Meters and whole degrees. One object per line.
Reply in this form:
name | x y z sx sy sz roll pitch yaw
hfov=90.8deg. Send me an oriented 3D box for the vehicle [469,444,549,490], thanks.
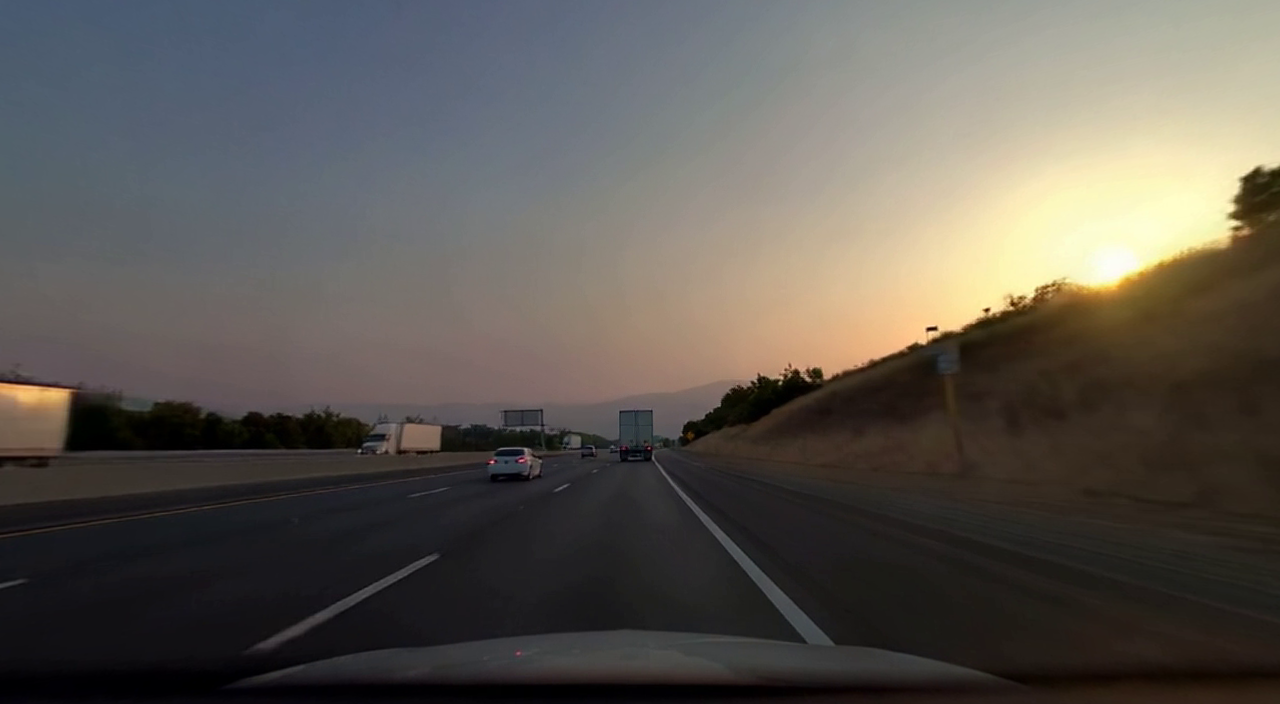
vehicle | -4.658 4.153 23.061 2.024 1.515 3.907 0 -9 1
